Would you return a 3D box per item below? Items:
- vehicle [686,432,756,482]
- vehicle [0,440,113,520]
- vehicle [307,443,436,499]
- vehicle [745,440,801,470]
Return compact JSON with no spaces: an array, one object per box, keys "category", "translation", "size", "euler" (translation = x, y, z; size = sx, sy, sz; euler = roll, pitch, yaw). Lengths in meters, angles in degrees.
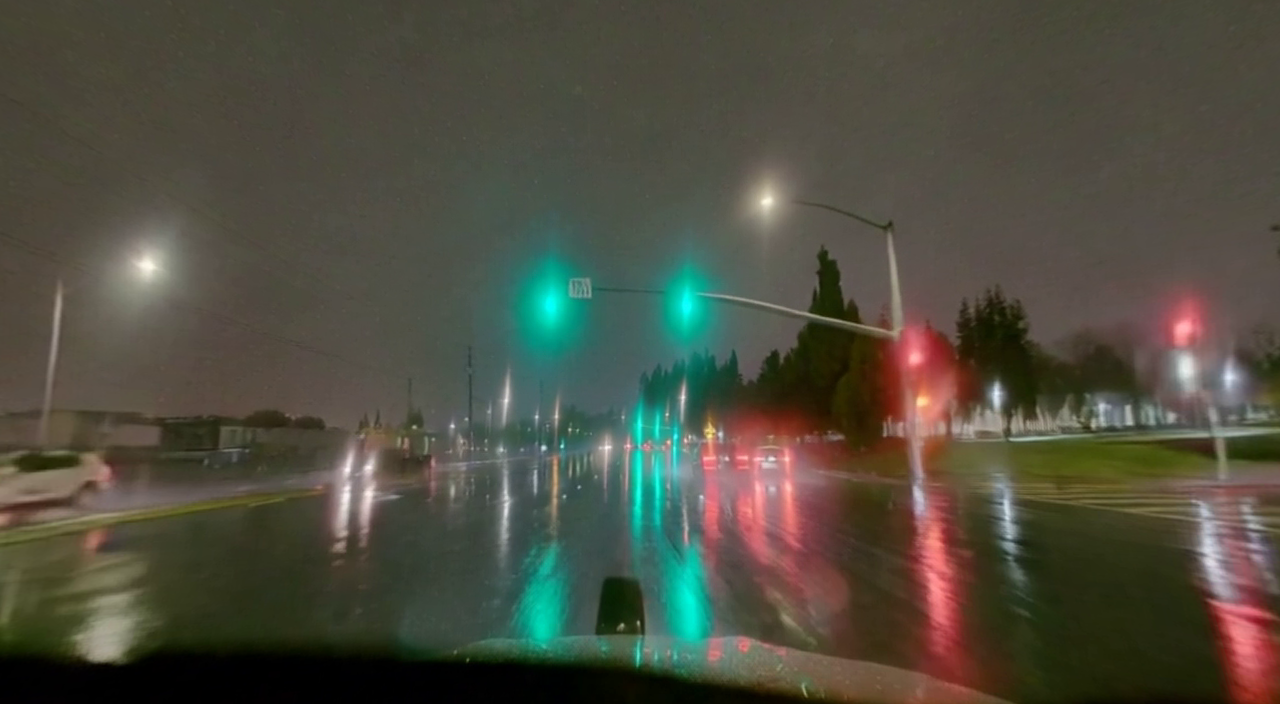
[{"category":"vehicle","translation":[3.102,4.120,25.089],"size":[2.069,1.761,4.610],"euler":[0,-8,-1]},{"category":"vehicle","translation":[-15.440,2.970,14.871],"size":[2.021,1.786,4.624],"euler":[0,-8,0]},{"category":"vehicle","translation":[-7.967,3.536,19.313],"size":[1.963,1.472,4.584],"euler":[0,-8,-1]},{"category":"vehicle","translation":[7.125,5.571,34.460],"size":[2.007,1.491,4.815],"euler":[0,-8,0]}]
